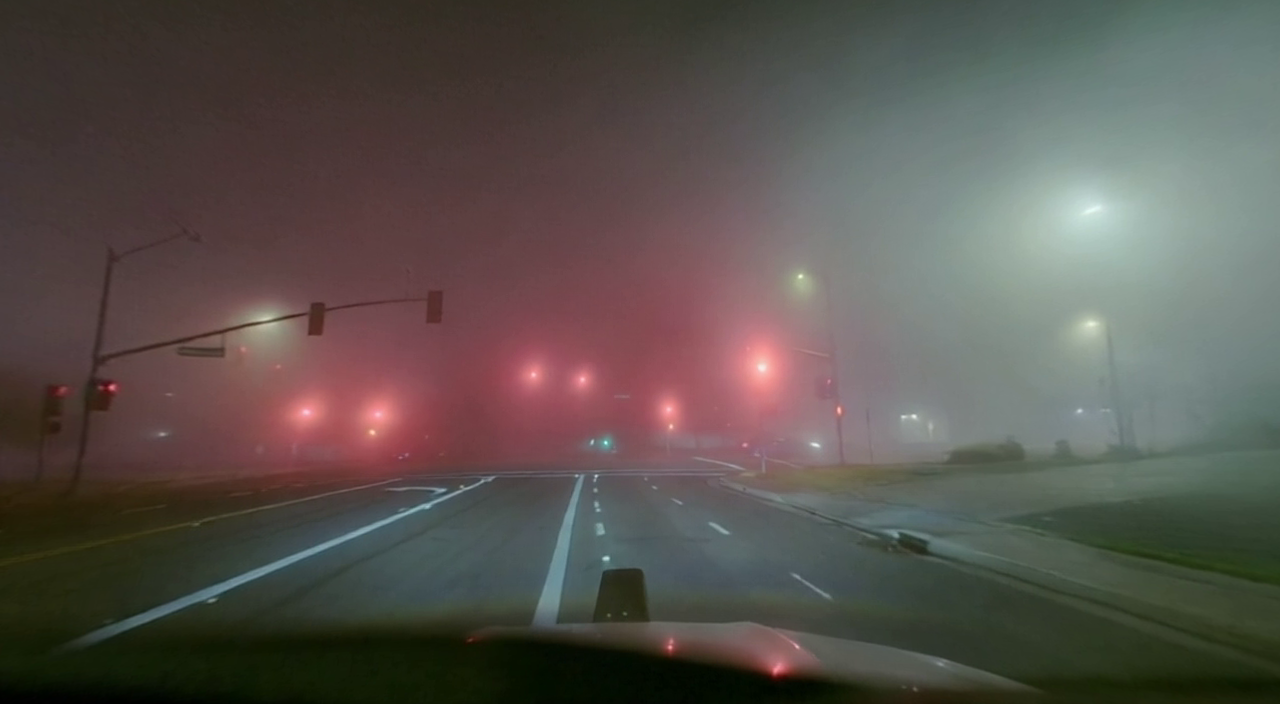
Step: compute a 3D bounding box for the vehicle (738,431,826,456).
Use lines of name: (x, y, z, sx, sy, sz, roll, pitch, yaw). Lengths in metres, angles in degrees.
vehicle: (8.447, 5.482, 37.669, 4.759, 1.461, 1.788, 1, -8, -4)
